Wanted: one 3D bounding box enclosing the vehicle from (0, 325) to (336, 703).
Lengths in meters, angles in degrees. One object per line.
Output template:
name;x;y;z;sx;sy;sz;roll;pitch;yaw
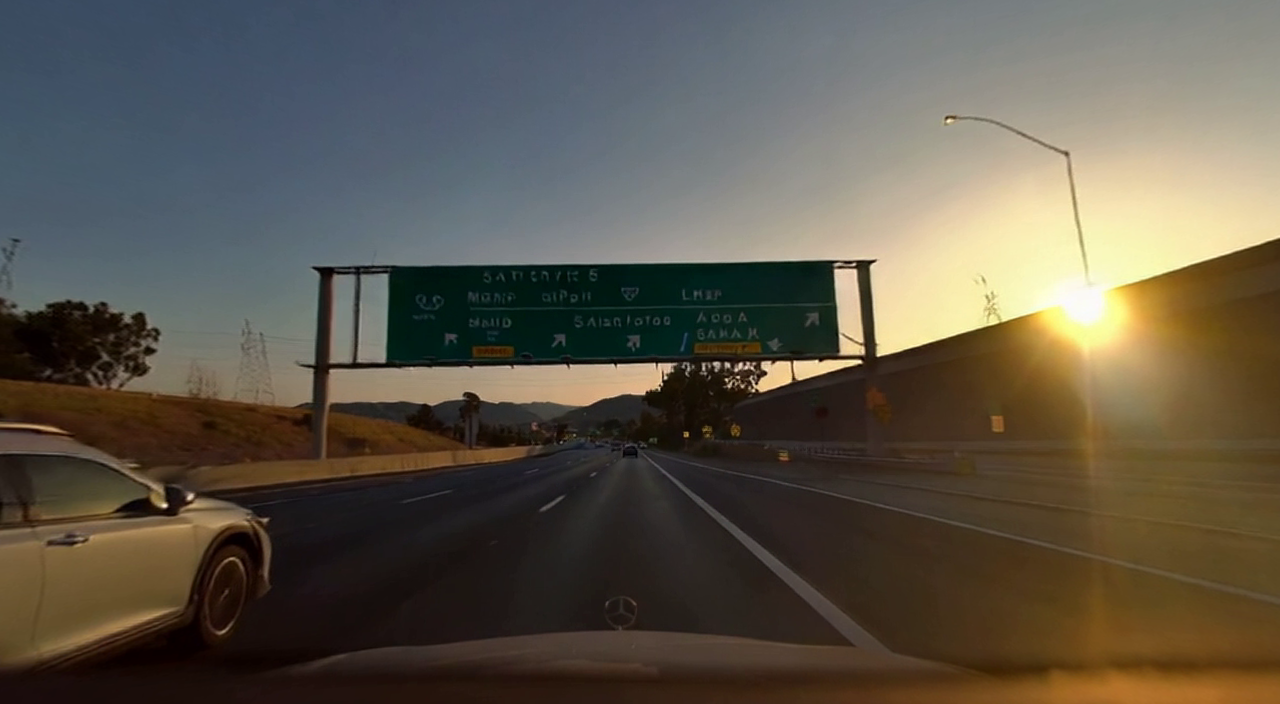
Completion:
vehicle;-3.337;0.805;2.463;2.178;1.699;4.321;0;-8;-1
